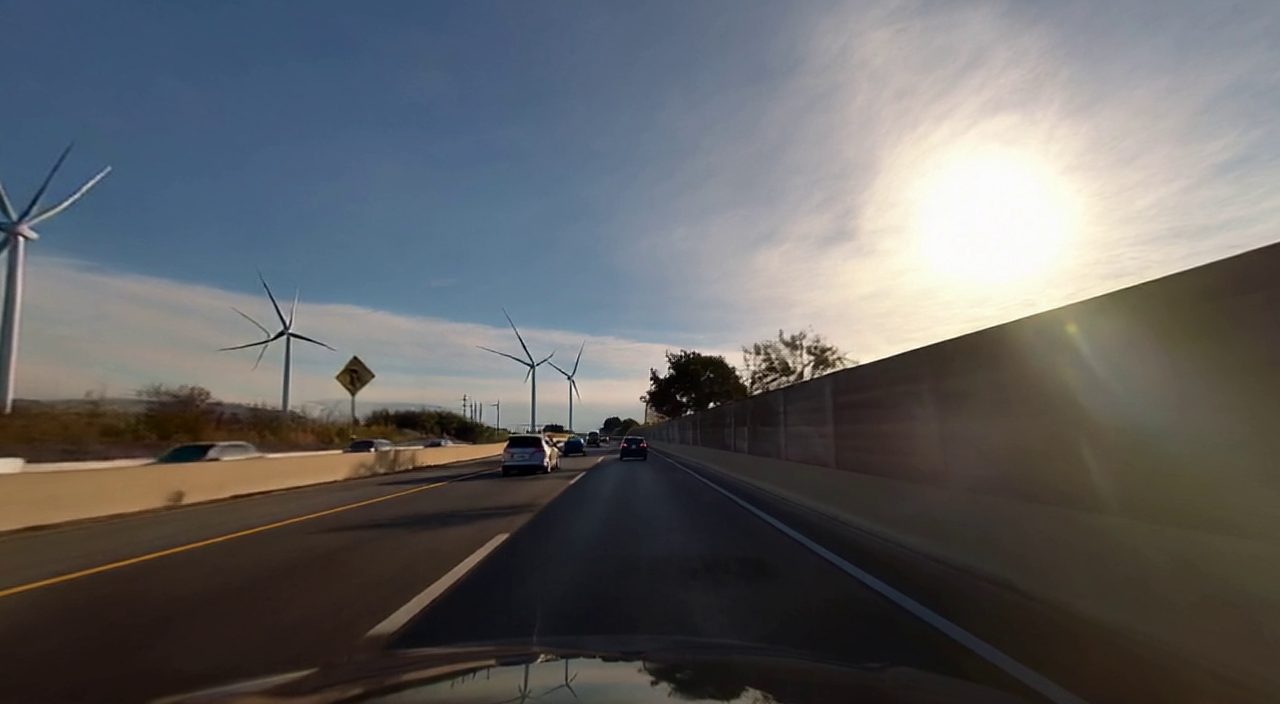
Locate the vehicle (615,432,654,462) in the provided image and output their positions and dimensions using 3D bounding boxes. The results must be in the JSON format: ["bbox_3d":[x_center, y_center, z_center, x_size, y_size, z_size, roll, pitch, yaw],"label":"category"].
[{"bbox_3d":[-0.345,5.148,34.428,2.027,1.550,3.607,0,-8,-2],"label":"vehicle"}]

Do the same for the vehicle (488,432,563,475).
[{"bbox_3d":[-4.171,3.758,23.730,1.998,1.468,4.635,0,-8,0],"label":"vehicle"}]

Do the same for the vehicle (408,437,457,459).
[{"bbox_3d":[-15.122,6.983,46.219,2.106,1.519,4.778,0,-8,-2],"label":"vehicle"}]

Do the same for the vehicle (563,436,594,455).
[{"bbox_3d":[-4.668,7.168,48.465,2.059,1.436,3.802,0,-8,-1],"label":"vehicle"}]

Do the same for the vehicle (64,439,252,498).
[{"bbox_3d":[-13.806,3.317,18.511,1.876,1.452,4.670,0,-8,-1],"label":"vehicle"}]
